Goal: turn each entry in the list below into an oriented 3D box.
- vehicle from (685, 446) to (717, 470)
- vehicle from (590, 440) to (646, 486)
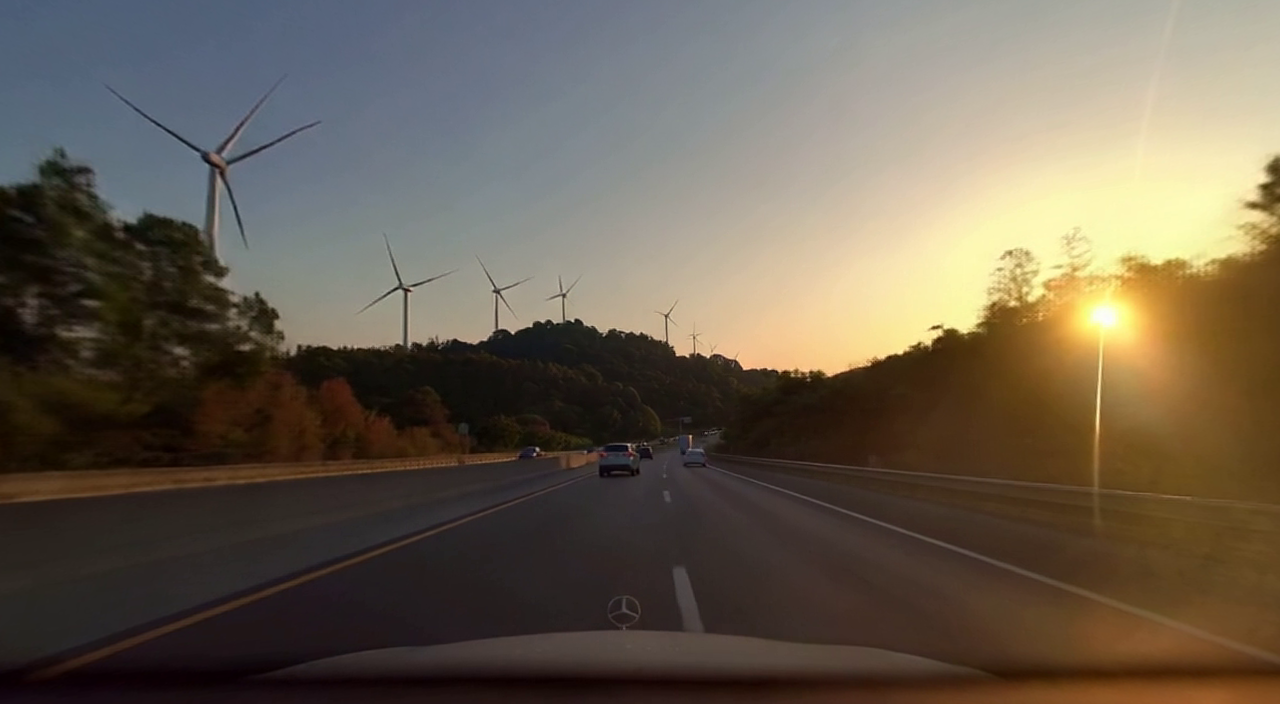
[{"bbox_3d":[4.524,7.929,47.205,2.040,1.721,4.507,-1,-9,1],"label":"vehicle"},{"bbox_3d":[-0.828,4.579,26.161,2.038,1.723,4.150,-1,-9,2],"label":"vehicle"}]
